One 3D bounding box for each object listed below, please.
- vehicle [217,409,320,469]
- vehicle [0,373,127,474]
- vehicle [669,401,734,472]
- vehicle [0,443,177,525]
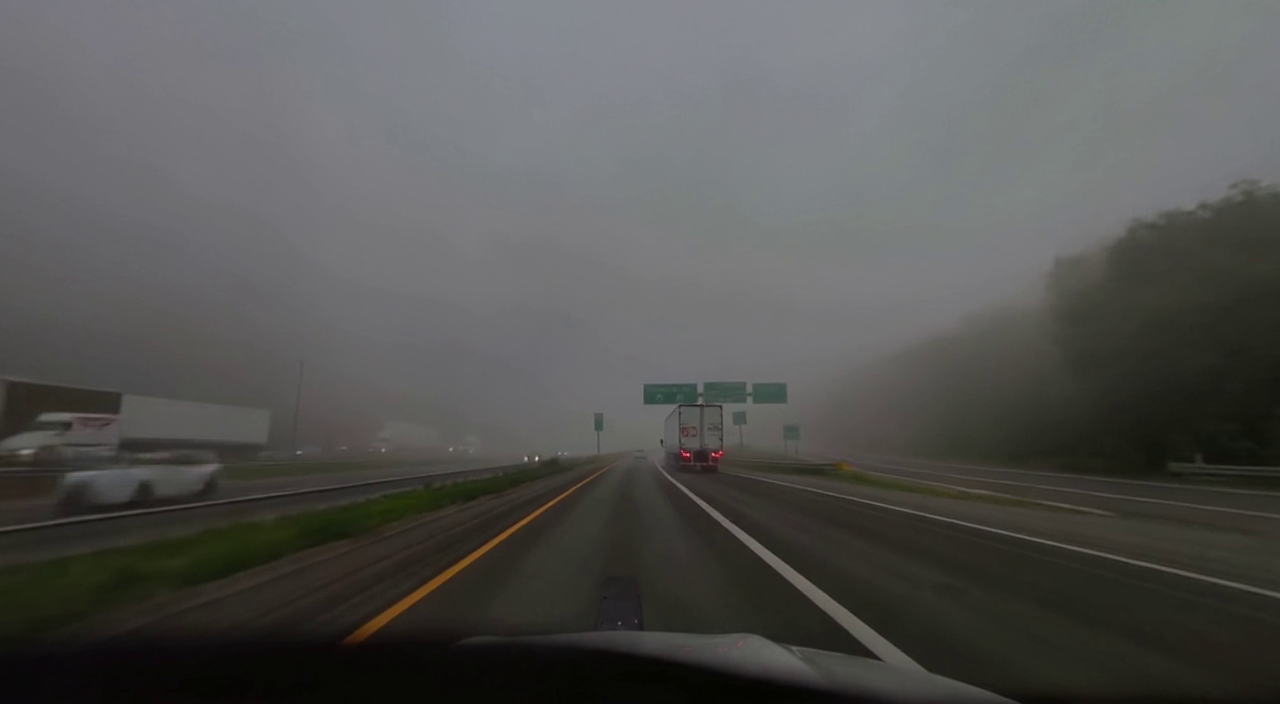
[{"bbox_3d":[-26.604,6.355,45.528,3.120,3.923,6.859,0,-9,0],"label":"vehicle"},{"bbox_3d":[-26.309,2.976,25.534,2.933,3.877,9.896,0,-9,-3],"label":"vehicle"},{"bbox_3d":[3.899,5.972,43.606,3.185,4.154,12.638,0,-9,0],"label":"vehicle"},{"bbox_3d":[-13.375,2.906,14.419,2.101,1.571,4.375,0,-9,0],"label":"vehicle"}]
